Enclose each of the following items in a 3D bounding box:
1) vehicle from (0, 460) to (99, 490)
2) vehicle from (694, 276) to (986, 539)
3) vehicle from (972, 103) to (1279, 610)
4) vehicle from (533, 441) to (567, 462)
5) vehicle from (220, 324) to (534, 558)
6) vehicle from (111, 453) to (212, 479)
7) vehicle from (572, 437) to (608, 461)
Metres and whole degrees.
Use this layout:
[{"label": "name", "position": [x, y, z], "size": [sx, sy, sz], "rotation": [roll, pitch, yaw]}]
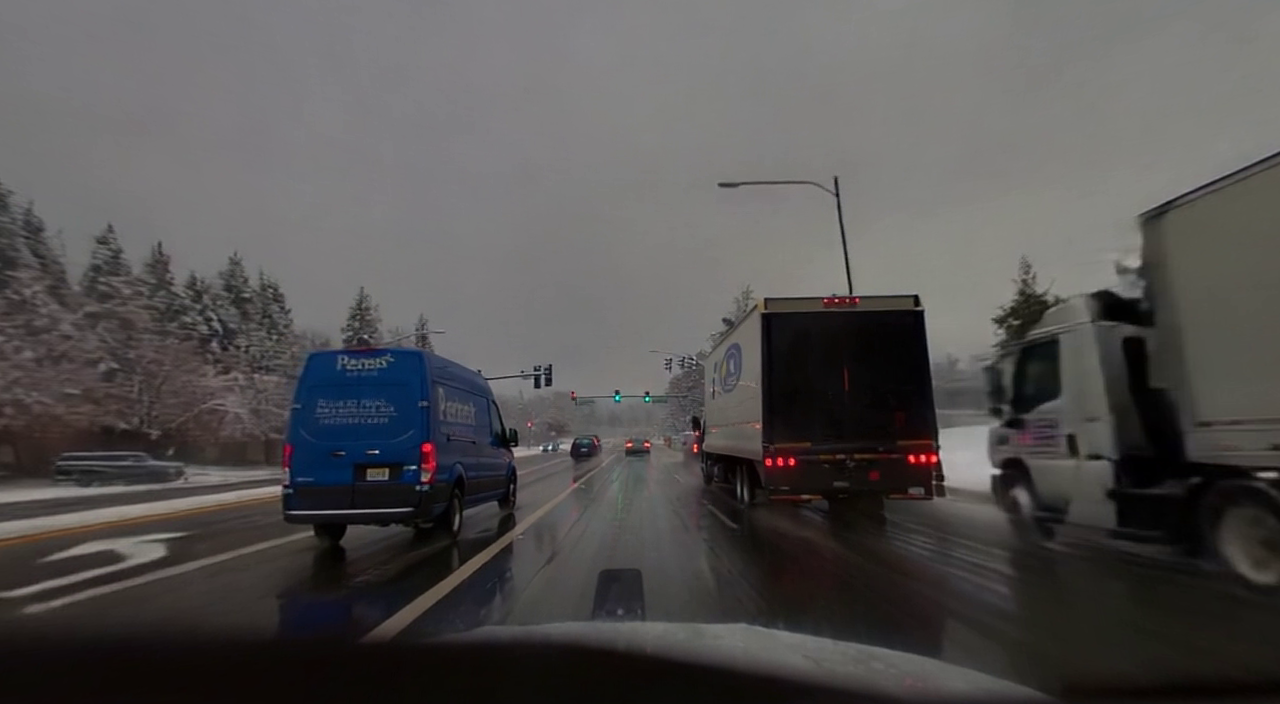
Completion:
[{"label": "vehicle", "position": [-31.405, 6.334, 32.746], "size": [4.630, 1.412, 2.019], "rotation": [4, -10, -26]}, {"label": "vehicle", "position": [3.052, 1.439, 13.377], "size": [2.861, 3.525, 9.858], "rotation": [0, -9, 0]}, {"label": "vehicle", "position": [6.758, -0.003, 4.972], "size": [2.949, 4.141, 9.759], "rotation": [0, -9, 1]}, {"label": "vehicle", "position": [-6.771, 7.586, 48.033], "size": [1.958, 1.491, 4.155], "rotation": [0, -9, 0]}, {"label": "vehicle", "position": [-3.653, 1.528, 10.811], "size": [2.443, 2.784, 6.493], "rotation": [0, -9, 1]}, {"label": "vehicle", "position": [-31.324, 7.468, 41.579], "size": [4.955, 1.514, 1.973], "rotation": [4, -9, -29]}, {"label": "vehicle", "position": [-3.780, 7.523, 49.070], "size": [2.356, 1.766, 5.674], "rotation": [0, -9, 0]}]
